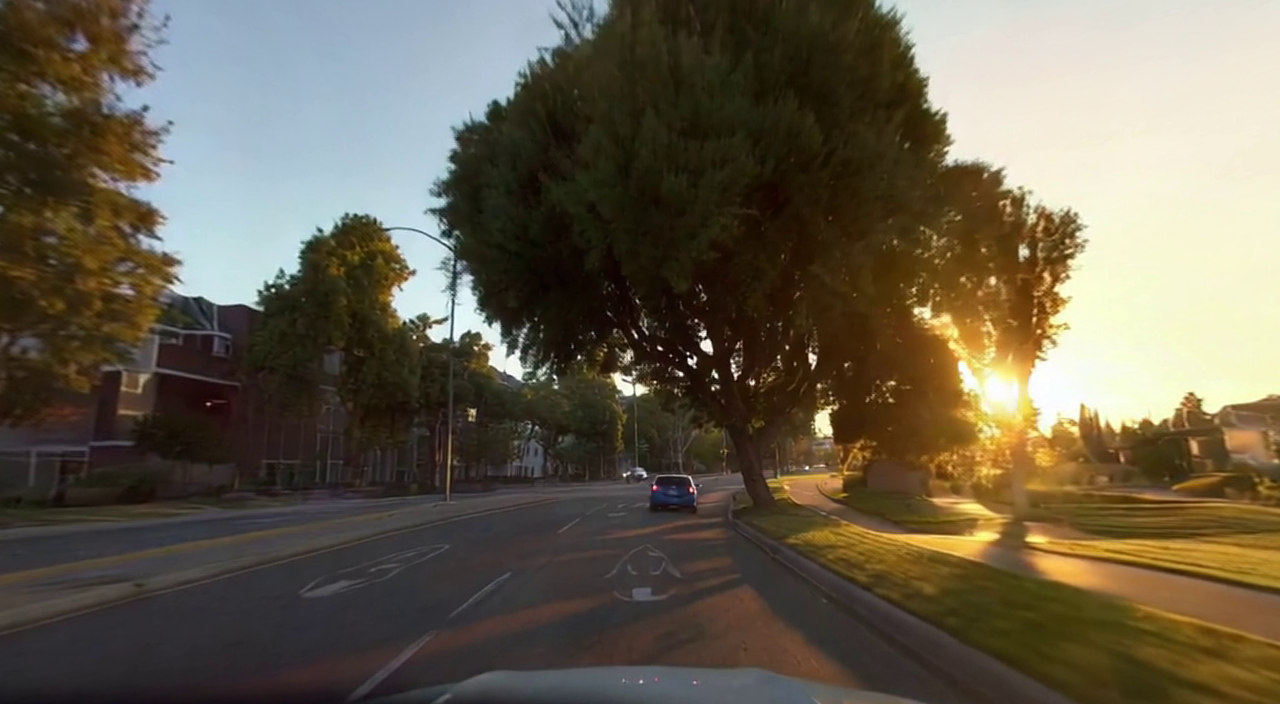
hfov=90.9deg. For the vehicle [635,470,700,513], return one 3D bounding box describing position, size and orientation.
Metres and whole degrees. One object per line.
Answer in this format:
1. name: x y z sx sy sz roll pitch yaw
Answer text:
1. vehicle: 1.086 4.790 22.057 1.972 1.250 5.282 0 -10 6
